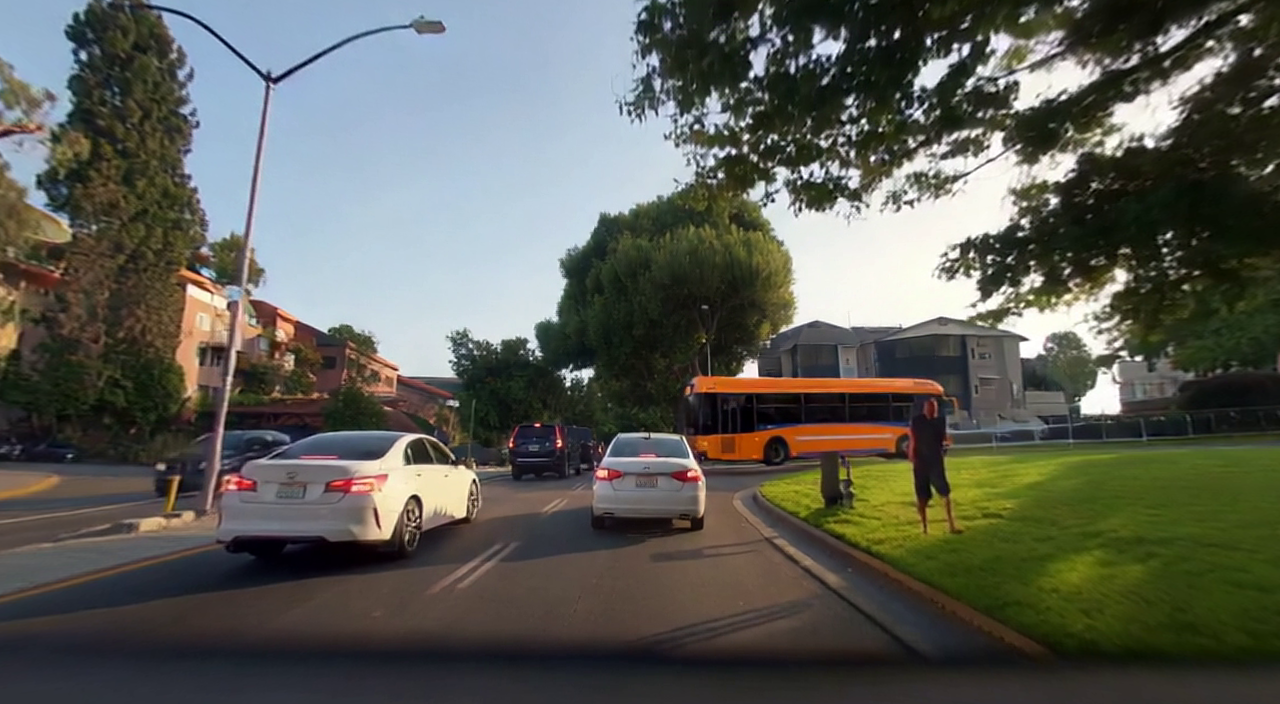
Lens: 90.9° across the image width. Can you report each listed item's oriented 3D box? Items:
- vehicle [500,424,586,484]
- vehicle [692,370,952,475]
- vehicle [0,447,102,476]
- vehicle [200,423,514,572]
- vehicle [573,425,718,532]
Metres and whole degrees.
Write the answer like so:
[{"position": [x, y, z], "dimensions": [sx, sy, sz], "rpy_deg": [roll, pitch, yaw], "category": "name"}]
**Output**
[{"position": [-3.101, 3.370, 21.168], "dimensions": [2.017, 1.761, 4.572], "rpy_deg": [0, -8, 2], "category": "vehicle"}, {"position": [6.960, 2.694, 23.503], "dimensions": [9.977, 3.303, 2.948], "rpy_deg": [4, -9, -28], "category": "vehicle"}, {"position": [-32.161, 5.877, 34.127], "dimensions": [4.473, 1.442, 1.743], "rpy_deg": [6, -11, -39], "category": "vehicle"}, {"position": [-3.351, 1.797, 8.703], "dimensions": [1.953, 1.480, 4.522], "rpy_deg": [-1, -8, 5], "category": "vehicle"}, {"position": [0.136, 2.054, 10.826], "dimensions": [2.020, 1.478, 3.922], "rpy_deg": [0, -8, 2], "category": "vehicle"}]
